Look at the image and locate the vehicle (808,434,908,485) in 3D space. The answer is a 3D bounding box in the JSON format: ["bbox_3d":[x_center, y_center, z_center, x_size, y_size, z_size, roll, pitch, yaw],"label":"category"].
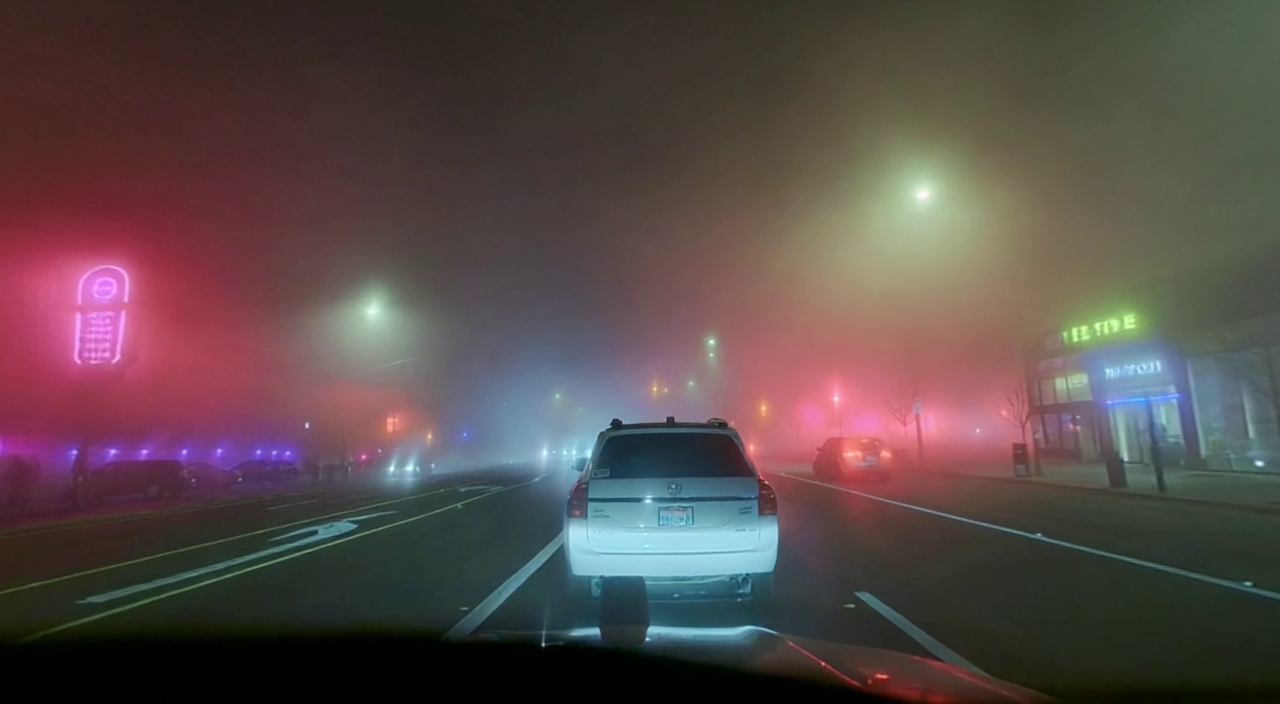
[{"bbox_3d":[7.146,3.557,21.192,1.900,1.507,4.151,0,-8,1],"label":"vehicle"}]

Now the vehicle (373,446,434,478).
[{"bbox_3d":[-13.361,6.228,35.915,1.965,1.695,4.284,0,-8,-2],"label":"vehicle"}]

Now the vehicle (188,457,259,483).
[{"bbox_3d":[-27.879,7.876,42.380,1.861,1.578,4.152,0,-8,1],"label":"vehicle"}]

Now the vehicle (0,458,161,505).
[{"bbox_3d":[-22.516,5.155,25.439,4.608,1.659,1.981,4,-9,-24],"label":"vehicle"}]

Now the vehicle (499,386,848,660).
[{"bbox_3d":[0.206,1.332,5.878,2.125,1.669,3.880,0,-8,0],"label":"vehicle"}]
